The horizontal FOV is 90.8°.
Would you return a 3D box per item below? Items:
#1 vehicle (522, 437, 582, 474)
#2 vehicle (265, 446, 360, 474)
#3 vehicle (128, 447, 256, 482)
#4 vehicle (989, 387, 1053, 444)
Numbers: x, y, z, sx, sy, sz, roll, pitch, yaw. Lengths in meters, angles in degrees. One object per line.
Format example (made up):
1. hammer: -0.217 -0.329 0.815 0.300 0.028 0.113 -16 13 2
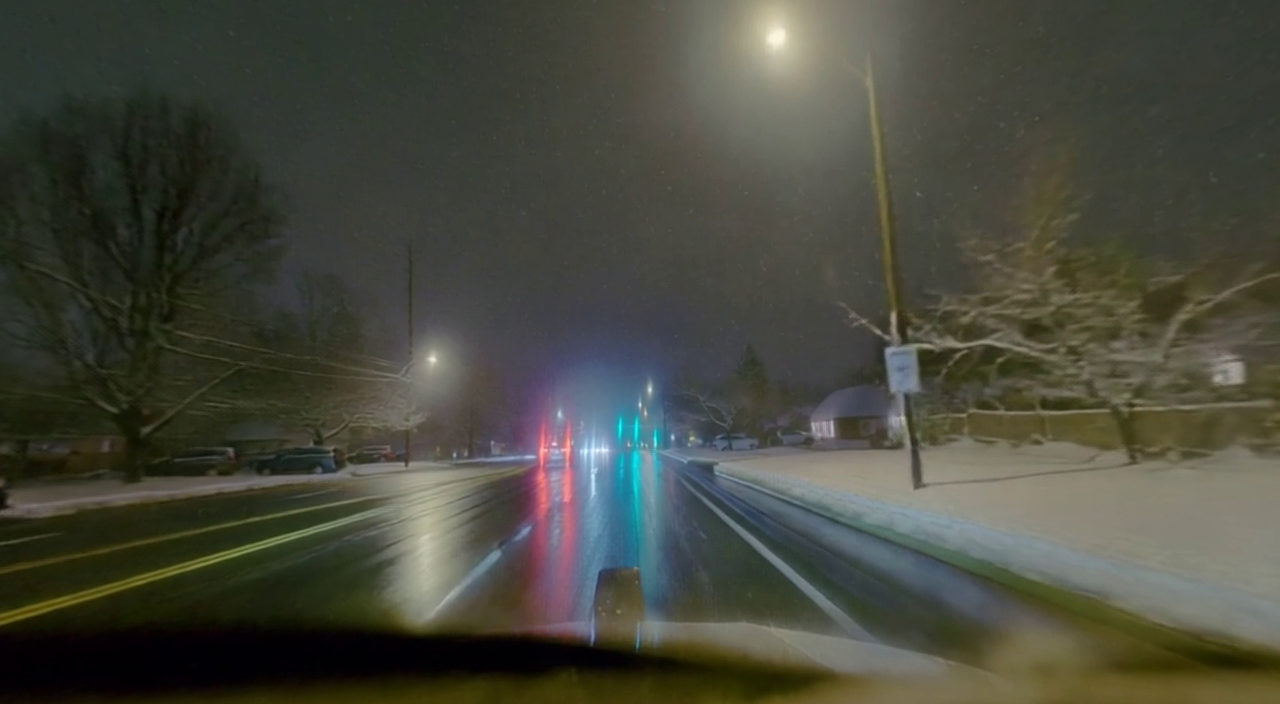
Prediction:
1. vehicle: -3.722 4.449 27.413 2.030 1.467 4.251 0 -8 -1
2. vehicle: -21.009 6.932 40.634 4.866 1.749 2.158 0 -8 1
3. vehicle: -26.282 6.602 37.215 6.046 1.942 2.085 -1 -8 4
4. vehicle: 17.670 3.073 29.369 2.153 2.355 5.958 -5 -10 30
